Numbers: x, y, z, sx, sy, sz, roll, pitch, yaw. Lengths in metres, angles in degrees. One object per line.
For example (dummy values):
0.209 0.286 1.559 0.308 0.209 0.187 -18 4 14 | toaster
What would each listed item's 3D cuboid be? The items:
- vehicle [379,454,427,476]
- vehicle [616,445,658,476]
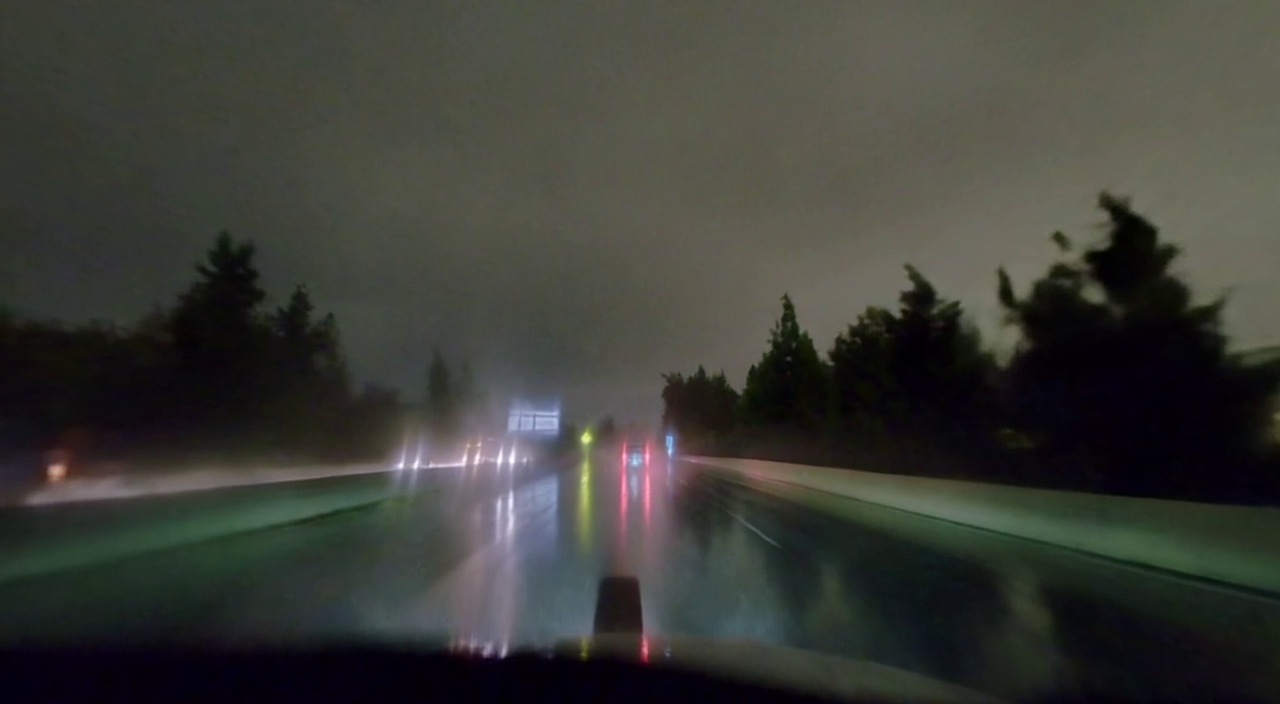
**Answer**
-17.014 8.109 45.146 1.800 1.480 4.096 0 -9 0 | vehicle
-0.173 5.778 33.558 2.095 1.537 4.017 0 -9 -1 | vehicle
